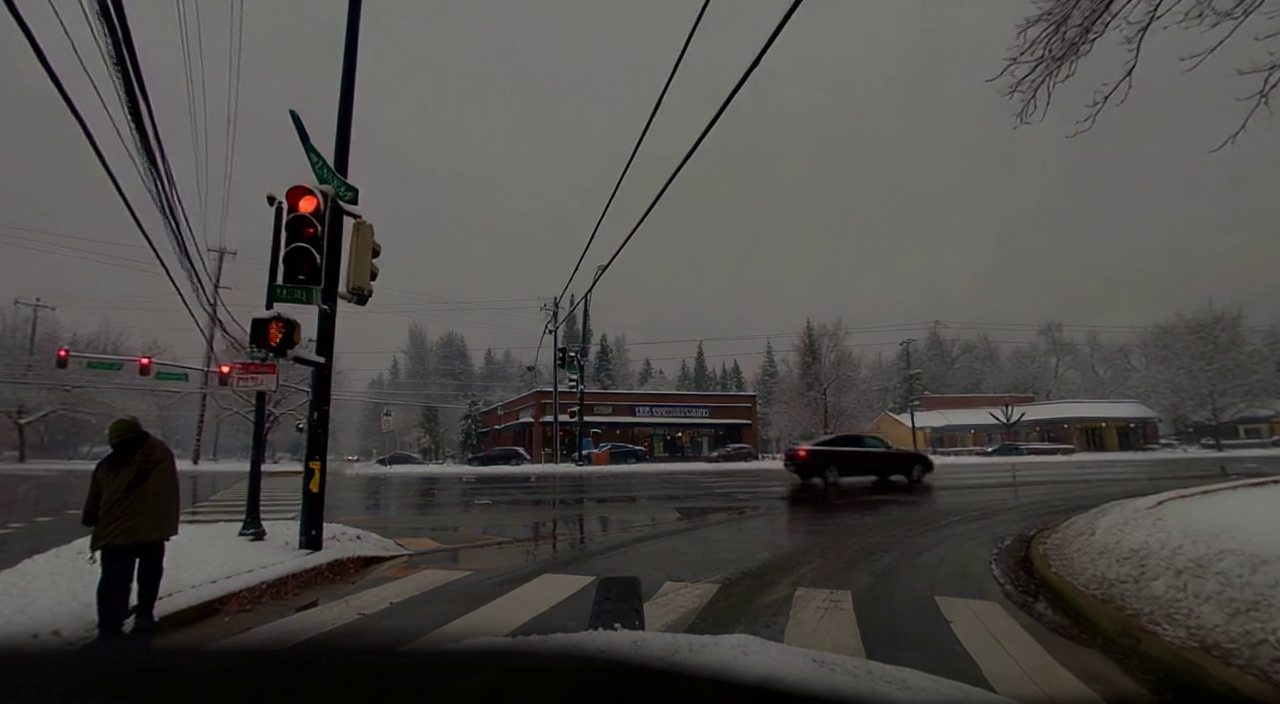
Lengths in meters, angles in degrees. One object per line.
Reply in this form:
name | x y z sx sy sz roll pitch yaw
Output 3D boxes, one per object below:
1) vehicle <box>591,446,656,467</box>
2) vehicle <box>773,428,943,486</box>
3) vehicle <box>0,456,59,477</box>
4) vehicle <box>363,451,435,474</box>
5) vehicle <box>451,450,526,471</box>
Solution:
vehicle | -1.163 7.547 45.817 4.391 1.451 1.717 4 -9 -26
vehicle | 6.725 3.249 19.683 4.530 1.648 2.075 2 -9 -14
vehicle | -46.458 8.651 48.030 1.899 1.438 4.799 4 -9 -25
vehicle | -17.190 7.857 45.120 4.623 1.471 1.805 4 -9 -25
vehicle | -10.675 7.635 44.703 4.837 1.407 1.818 4 -9 -26
